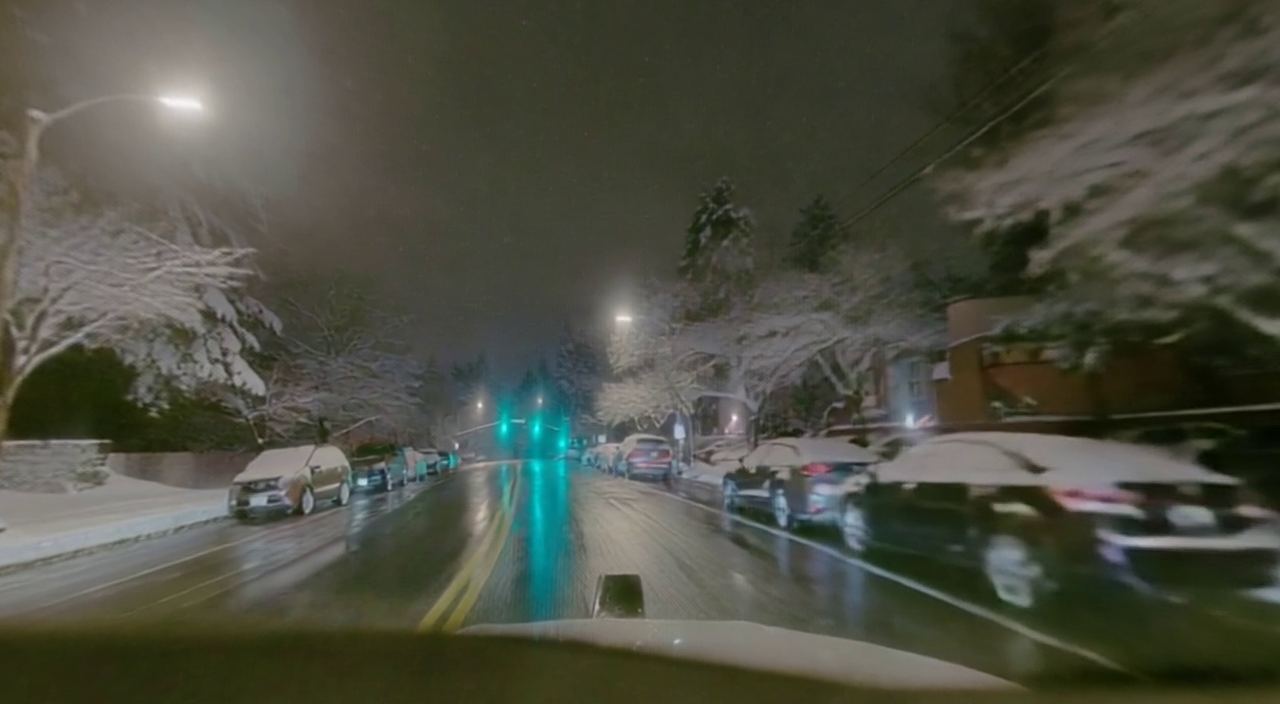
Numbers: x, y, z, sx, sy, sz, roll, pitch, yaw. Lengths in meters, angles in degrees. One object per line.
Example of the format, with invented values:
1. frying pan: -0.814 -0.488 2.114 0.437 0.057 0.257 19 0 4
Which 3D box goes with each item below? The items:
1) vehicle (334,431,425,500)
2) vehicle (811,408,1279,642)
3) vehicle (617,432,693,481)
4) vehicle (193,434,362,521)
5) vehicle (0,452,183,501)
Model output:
1. vehicle: -10.613 4.539 26.221 2.382 2.223 5.472 -3 -5 -11
2. vehicle: 3.620 1.461 6.628 1.884 1.508 4.713 0 -8 -6
3. vehicle: 0.495 4.471 27.551 2.255 1.863 5.629 1 -8 -9
4. vehicle: -9.323 3.280 16.911 2.171 1.838 5.344 -1 -10 -10
5. vehicle: -19.464 4.331 22.173 5.050 1.502 2.023 1 -8 -8
